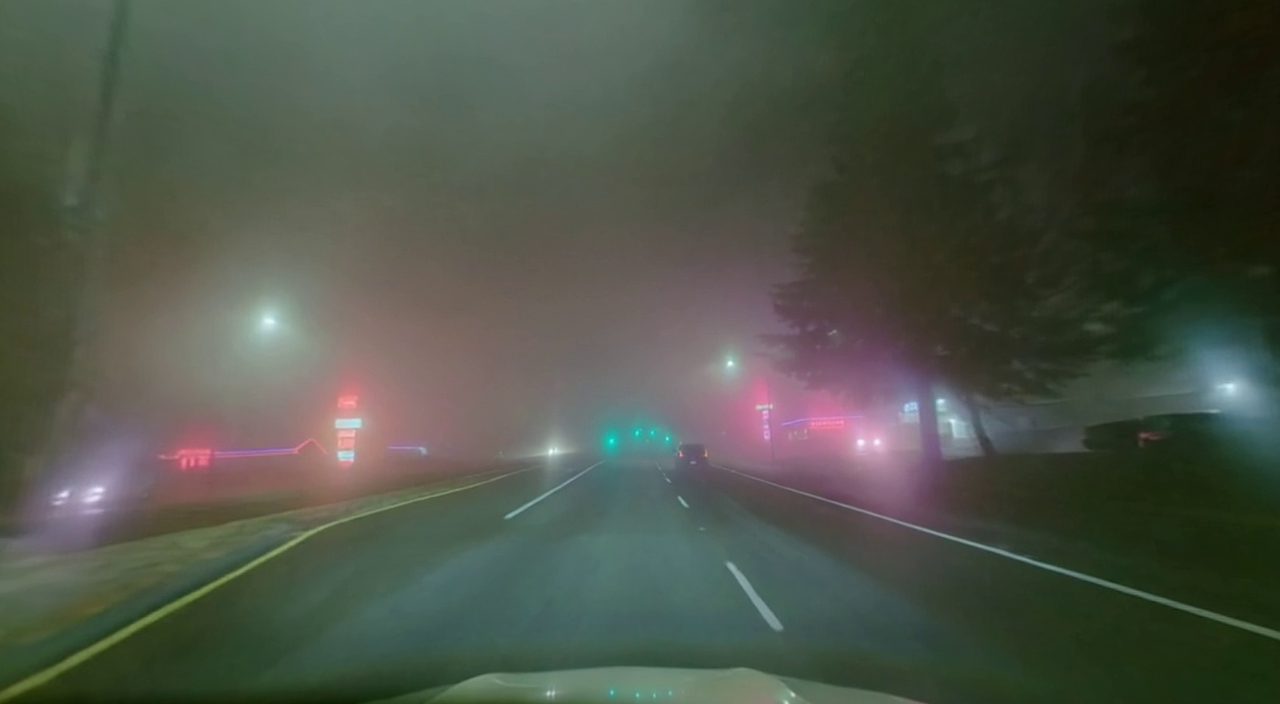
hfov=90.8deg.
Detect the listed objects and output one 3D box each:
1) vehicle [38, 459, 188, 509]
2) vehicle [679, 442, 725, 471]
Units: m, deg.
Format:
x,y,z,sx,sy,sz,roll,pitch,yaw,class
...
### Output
x,y,z,sx,sy,sz,roll,pitch,yaw,class
-19.677,4.906,23.884,1.949,1.610,4.279,0,-8,0,vehicle
3.159,5.454,33.200,1.929,1.411,4.284,0,-8,-1,vehicle
